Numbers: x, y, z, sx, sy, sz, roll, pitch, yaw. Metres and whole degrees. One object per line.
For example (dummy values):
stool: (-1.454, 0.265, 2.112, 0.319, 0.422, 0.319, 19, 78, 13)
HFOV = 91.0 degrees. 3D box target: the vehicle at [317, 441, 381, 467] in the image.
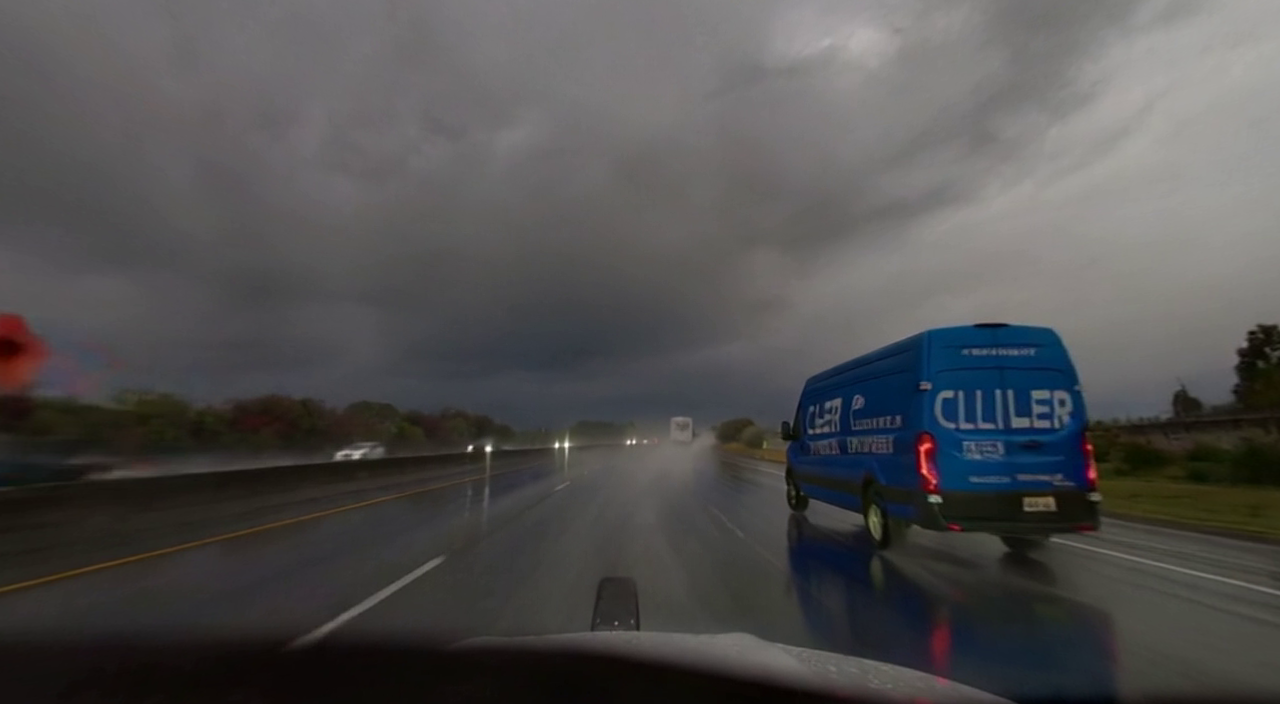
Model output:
vehicle: (-18.330, 6.425, 39.914, 1.910, 1.510, 4.516, -1, -8, 0)

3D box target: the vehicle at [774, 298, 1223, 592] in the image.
vehicle: (3.727, 1.173, 8.339, 2.485, 2.562, 5.535, 0, -8, -2)
